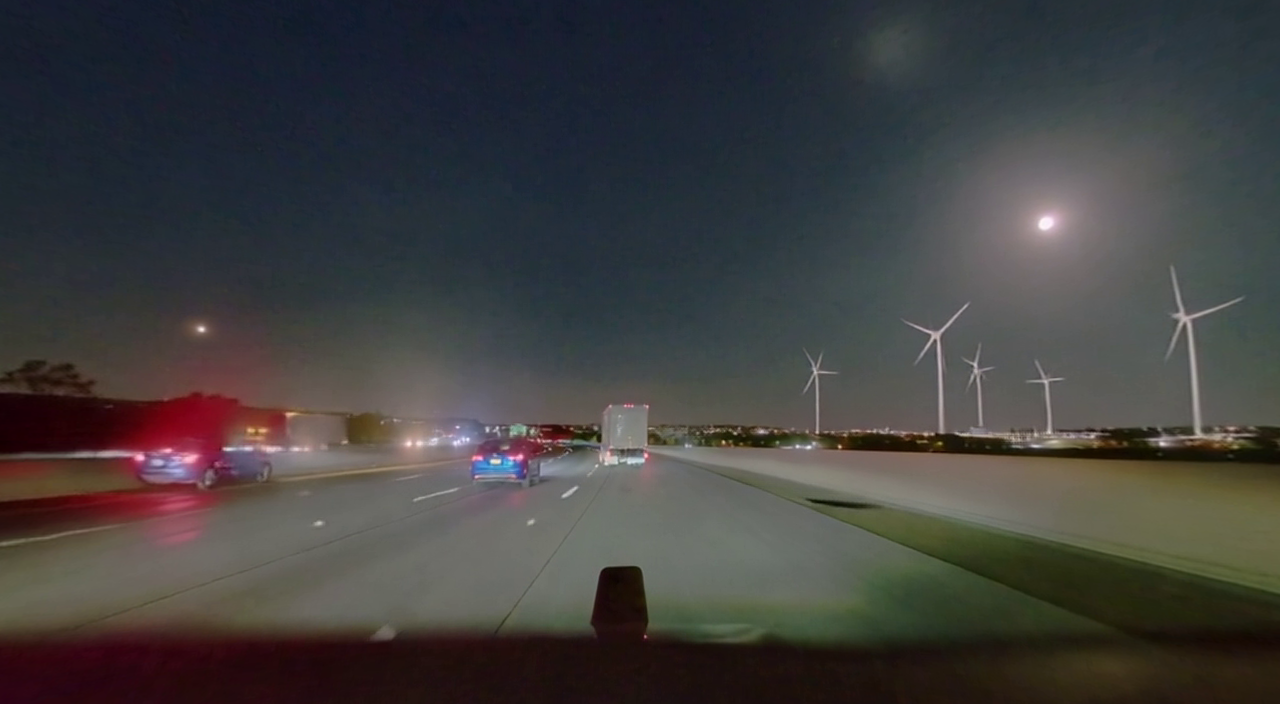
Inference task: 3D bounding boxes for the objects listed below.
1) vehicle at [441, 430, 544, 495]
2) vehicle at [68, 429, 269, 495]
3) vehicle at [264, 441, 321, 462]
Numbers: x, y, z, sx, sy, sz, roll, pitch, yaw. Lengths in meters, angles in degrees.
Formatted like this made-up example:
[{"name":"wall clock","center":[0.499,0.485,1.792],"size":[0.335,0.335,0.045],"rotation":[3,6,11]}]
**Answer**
[{"name":"vehicle","center":[-4.166,3.191,18.427],"size":[2.109,1.684,3.783],"rotation":[0,-8,-1]},{"name":"vehicle","center":[-15.013,3.515,20.607],"size":[2.285,1.835,5.672],"rotation":[0,-8,-1]},{"name":"vehicle","center":[-26.369,7.560,47.803],"size":[1.979,1.475,4.452],"rotation":[0,-8,-3]}]
